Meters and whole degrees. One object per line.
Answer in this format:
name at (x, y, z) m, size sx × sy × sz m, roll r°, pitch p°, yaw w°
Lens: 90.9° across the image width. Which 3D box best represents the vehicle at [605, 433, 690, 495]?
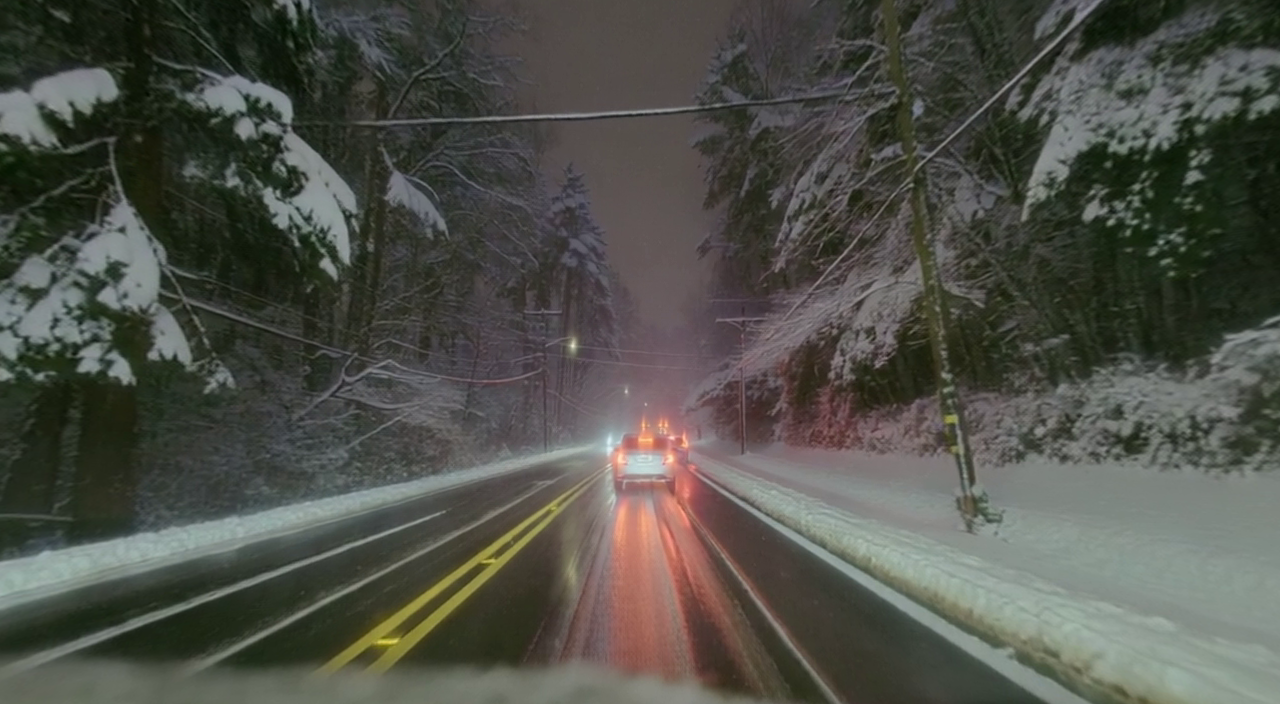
vehicle at (0.168, 3.036, 17.354) m, size 2.081 × 1.503 × 3.726 m, roll 0°, pitch -8°, yaw -1°
